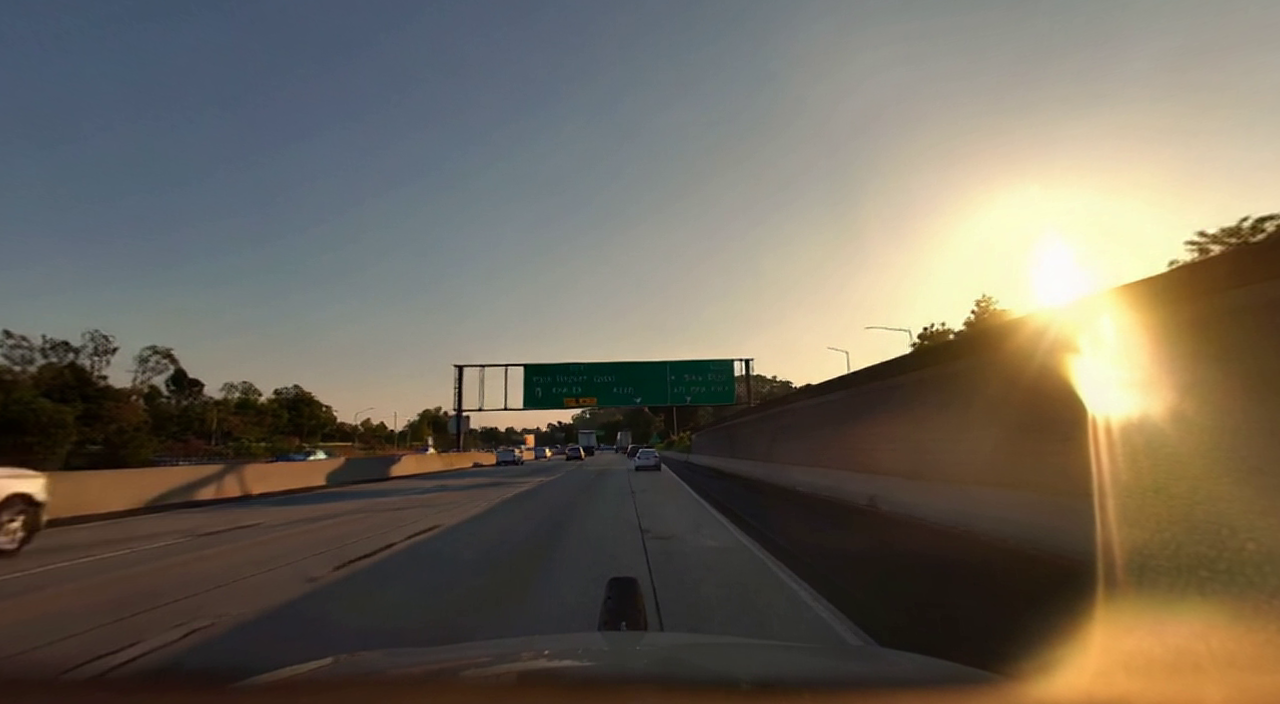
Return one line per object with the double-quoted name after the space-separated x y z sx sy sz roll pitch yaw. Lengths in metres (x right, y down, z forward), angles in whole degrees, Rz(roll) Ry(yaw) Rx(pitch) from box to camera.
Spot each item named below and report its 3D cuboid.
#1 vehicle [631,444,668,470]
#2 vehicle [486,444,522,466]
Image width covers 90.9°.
0.561 6.479 39.064 2.137 1.461 3.999 -1 -8 0 "vehicle"
-10.335 7.829 48.182 1.954 1.605 4.023 0 -8 -1 "vehicle"
